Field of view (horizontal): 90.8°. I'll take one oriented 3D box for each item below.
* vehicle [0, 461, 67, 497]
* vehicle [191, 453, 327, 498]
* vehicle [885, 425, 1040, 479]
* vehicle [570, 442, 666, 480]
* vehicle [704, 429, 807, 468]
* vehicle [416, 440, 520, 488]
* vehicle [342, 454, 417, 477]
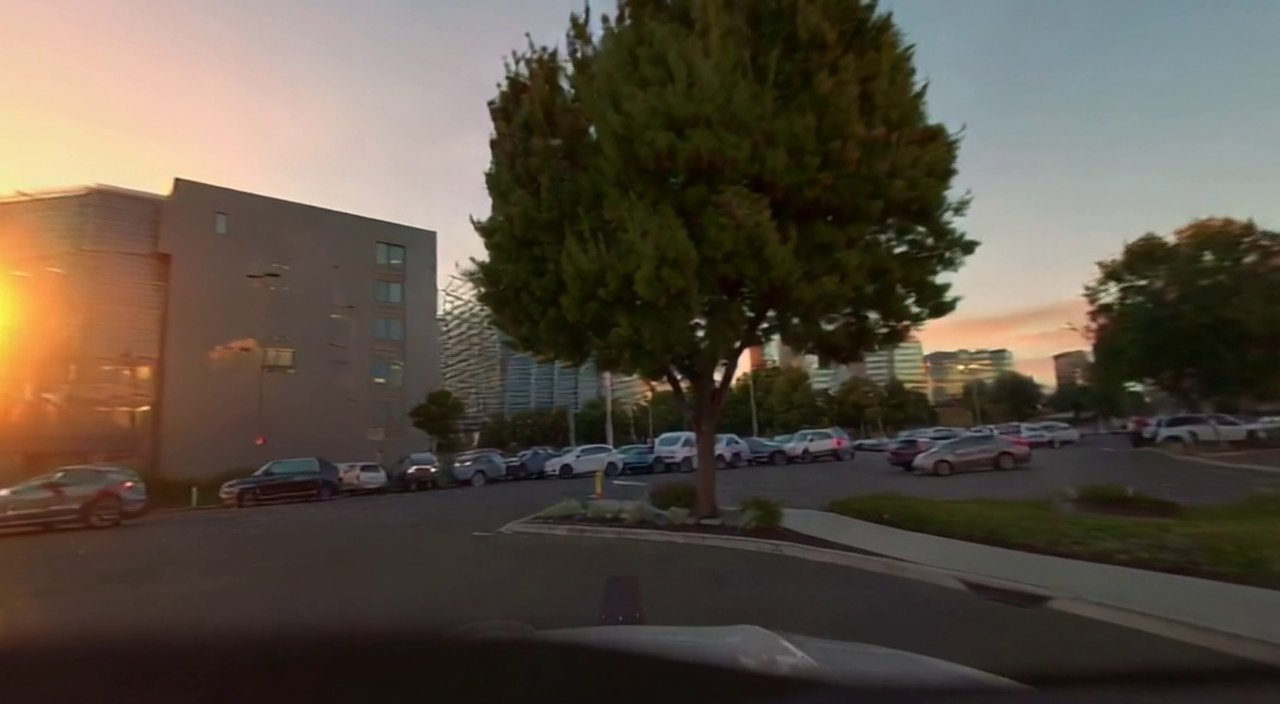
[{"bbox_3d":[-33.376,6.729,33.136,4.768,1.686,2.028,6,-14,-41],"label":"vehicle"},{"bbox_3d":[-17.566,5.702,29.300,4.938,1.769,2.454,7,-14,-41],"label":"vehicle"},{"bbox_3d":[12.179,3.891,24.171,1.889,1.707,4.755,6,-14,-41],"label":"vehicle"},{"bbox_3d":[-1.101,5.078,29.243,1.849,1.479,4.622,7,-15,-42],"label":"vehicle"},{"bbox_3d":[6.445,5.494,35.826,2.318,1.837,5.285,7,-15,-43],"label":"vehicle"},{"bbox_3d":[-6.691,4.352,24.225,1.915,1.543,4.934,6,-14,-40],"label":"vehicle"},{"bbox_3d":[-18.881,8.205,45.889,4.721,1.466,1.727,7,-14,-41],"label":"vehicle"}]
